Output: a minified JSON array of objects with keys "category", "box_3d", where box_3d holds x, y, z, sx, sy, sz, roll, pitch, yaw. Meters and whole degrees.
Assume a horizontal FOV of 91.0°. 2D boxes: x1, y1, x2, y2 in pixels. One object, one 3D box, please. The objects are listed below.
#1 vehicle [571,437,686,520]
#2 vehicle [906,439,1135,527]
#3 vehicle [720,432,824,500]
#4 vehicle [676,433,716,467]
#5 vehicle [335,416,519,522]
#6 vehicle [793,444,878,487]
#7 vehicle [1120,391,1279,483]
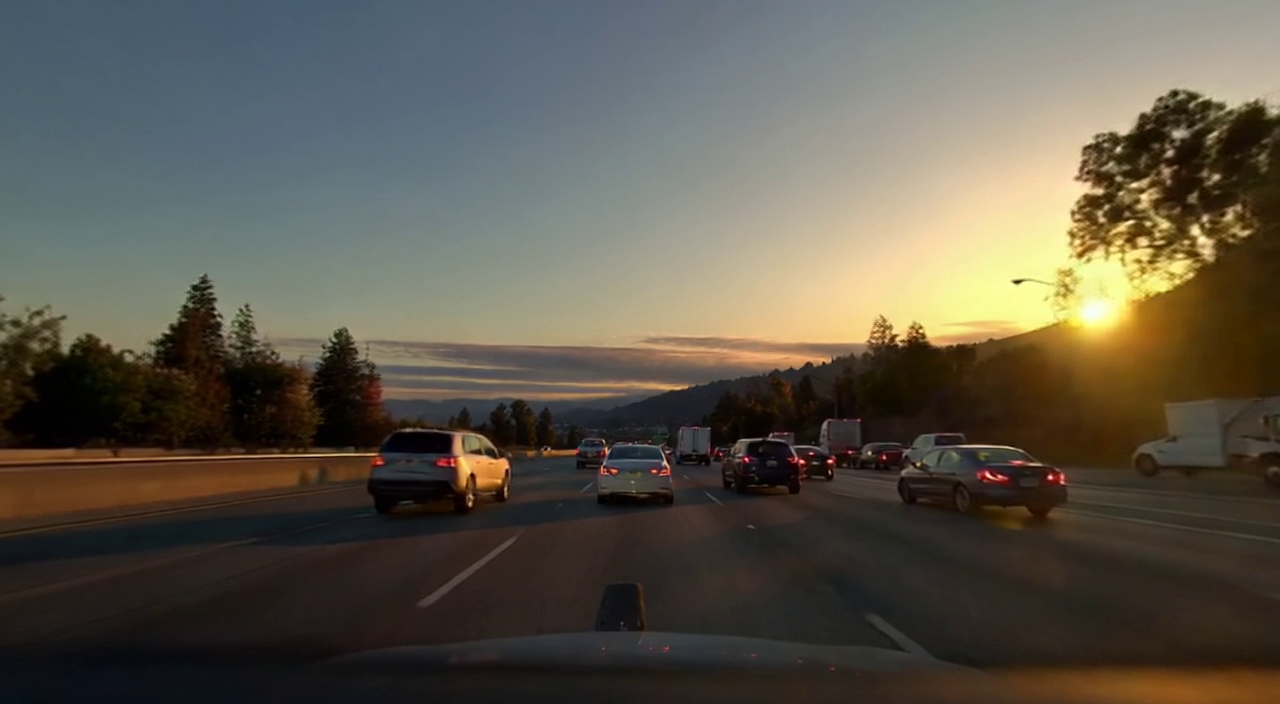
[{"category":"vehicle","box_3d":[-0.181,2.655,13.741,2.132,1.499,4.038,0,-9,1]},{"category":"vehicle","box_3d":[7.605,2.632,13.281,2.021,1.505,4.480,0,-9,0]},{"category":"vehicle","box_3d":[3.575,3.172,17.896,2.053,1.666,4.106,0,-9,0]},{"category":"vehicle","box_3d":[3.999,7.154,46.059,2.440,2.313,5.266,0,-9,0]},{"category":"vehicle","box_3d":[-3.993,2.300,12.796,2.079,1.741,4.436,0,-9,1]},{"category":"vehicle","box_3d":[7.383,4.311,24.260,1.942,1.482,4.250,0,-9,0]},{"category":"vehicle","box_3d":[29.244,4.303,31.254,2.957,4.007,8.656,0,-9,-8]}]
